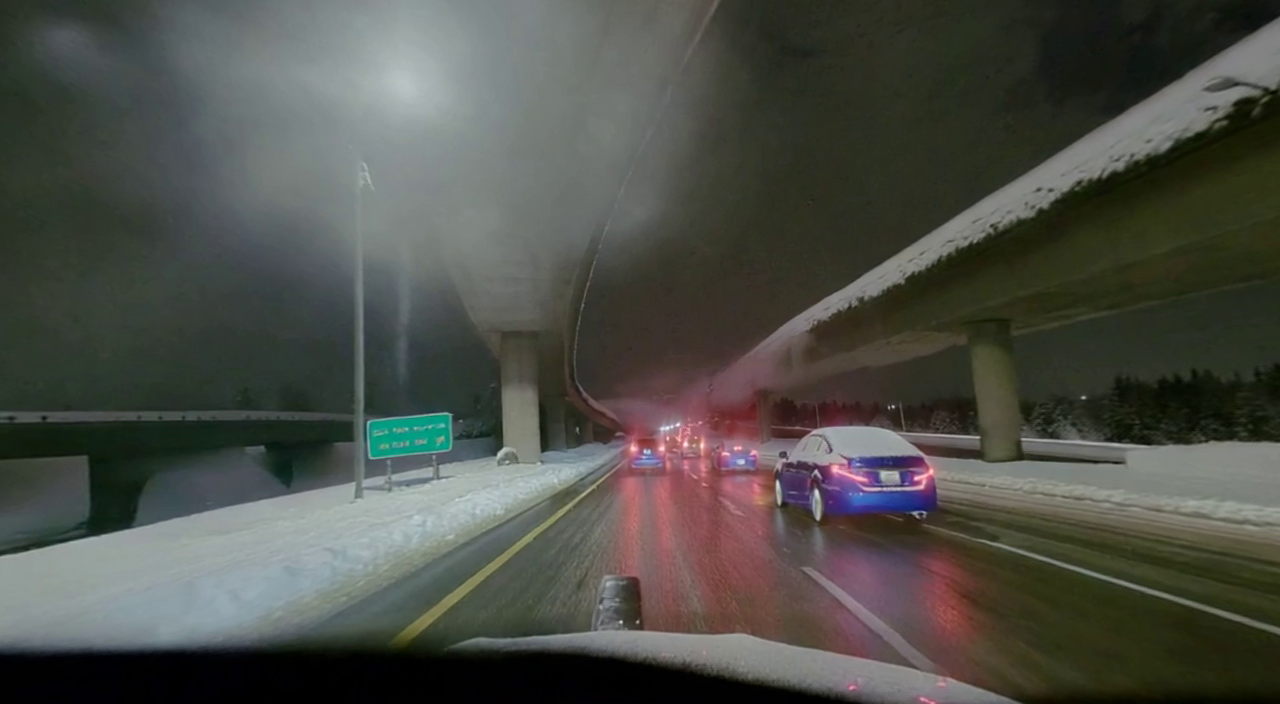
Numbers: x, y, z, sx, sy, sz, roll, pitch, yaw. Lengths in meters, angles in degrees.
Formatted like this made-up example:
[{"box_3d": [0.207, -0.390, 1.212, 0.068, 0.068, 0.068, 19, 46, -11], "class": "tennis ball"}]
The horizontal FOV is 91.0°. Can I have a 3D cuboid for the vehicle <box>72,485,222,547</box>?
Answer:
[{"box_3d": [-16.788, 5.555, 21.764, 1.930, 1.662, 4.089, 1, -9, -3], "class": "vehicle"}]

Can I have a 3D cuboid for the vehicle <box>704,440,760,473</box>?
[{"box_3d": [4.527, 5.219, 31.566, 2.047, 1.500, 4.017, 1, -9, -2], "class": "vehicle"}]

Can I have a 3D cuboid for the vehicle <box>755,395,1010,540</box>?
[{"box_3d": [3.923, 2.046, 11.726, 2.404, 2.014, 5.655, 0, -9, -1], "class": "vehicle"}]

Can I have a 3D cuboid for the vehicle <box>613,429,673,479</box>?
[{"box_3d": [0.122, 4.214, 26.163, 2.264, 1.841, 4.583, 0, -9, 0], "class": "vehicle"}]
